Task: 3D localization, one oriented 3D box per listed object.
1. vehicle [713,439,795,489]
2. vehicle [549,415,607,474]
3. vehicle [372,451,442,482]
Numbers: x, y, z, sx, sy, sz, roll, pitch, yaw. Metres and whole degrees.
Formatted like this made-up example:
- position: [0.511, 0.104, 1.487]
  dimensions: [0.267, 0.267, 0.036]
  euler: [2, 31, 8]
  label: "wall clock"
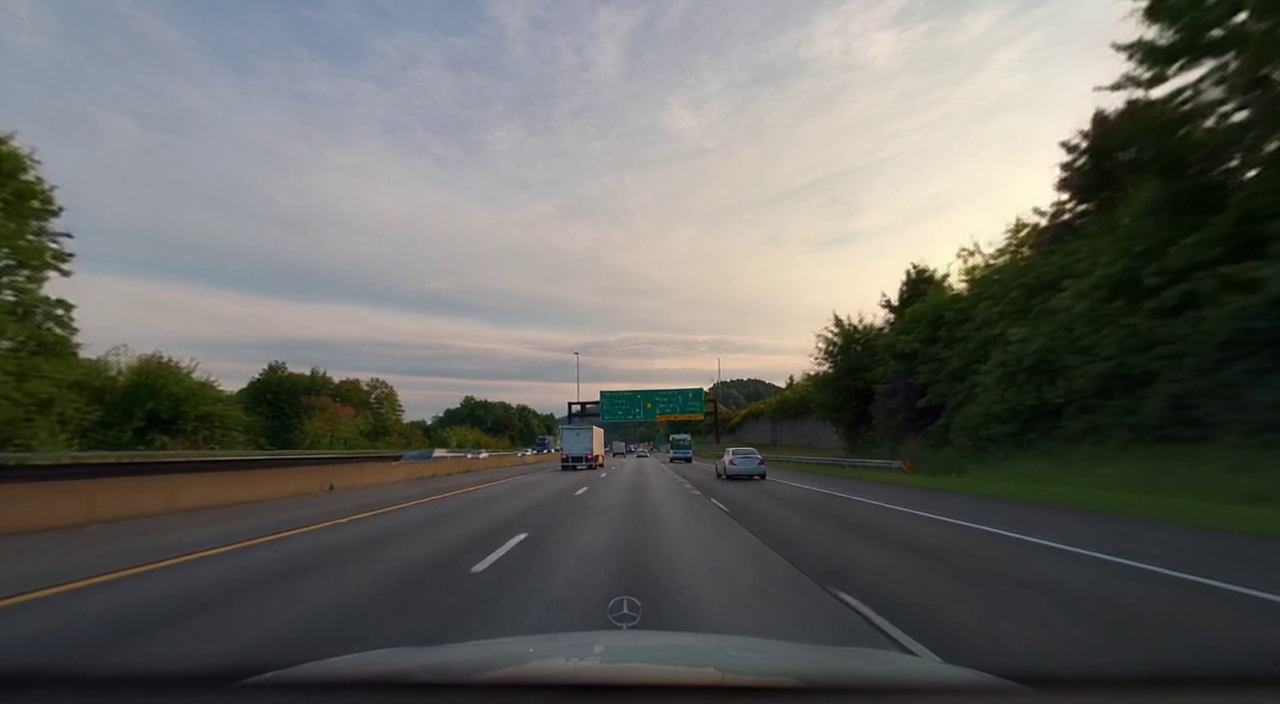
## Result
- position: [3.810, 3.837, 21.806]
  dimensions: [1.983, 1.545, 4.038]
  euler: [0, -9, -1]
  label: "vehicle"
- position: [-3.581, 5.583, 37.924]
  dimensions: [2.667, 3.195, 6.731]
  euler: [0, -9, 1]
  label: "vehicle"
- position: [-11.662, 5.726, 31.901]
  dimensions: [1.810, 1.429, 4.420]
  euler: [0, -9, 1]
  label: "vehicle"
